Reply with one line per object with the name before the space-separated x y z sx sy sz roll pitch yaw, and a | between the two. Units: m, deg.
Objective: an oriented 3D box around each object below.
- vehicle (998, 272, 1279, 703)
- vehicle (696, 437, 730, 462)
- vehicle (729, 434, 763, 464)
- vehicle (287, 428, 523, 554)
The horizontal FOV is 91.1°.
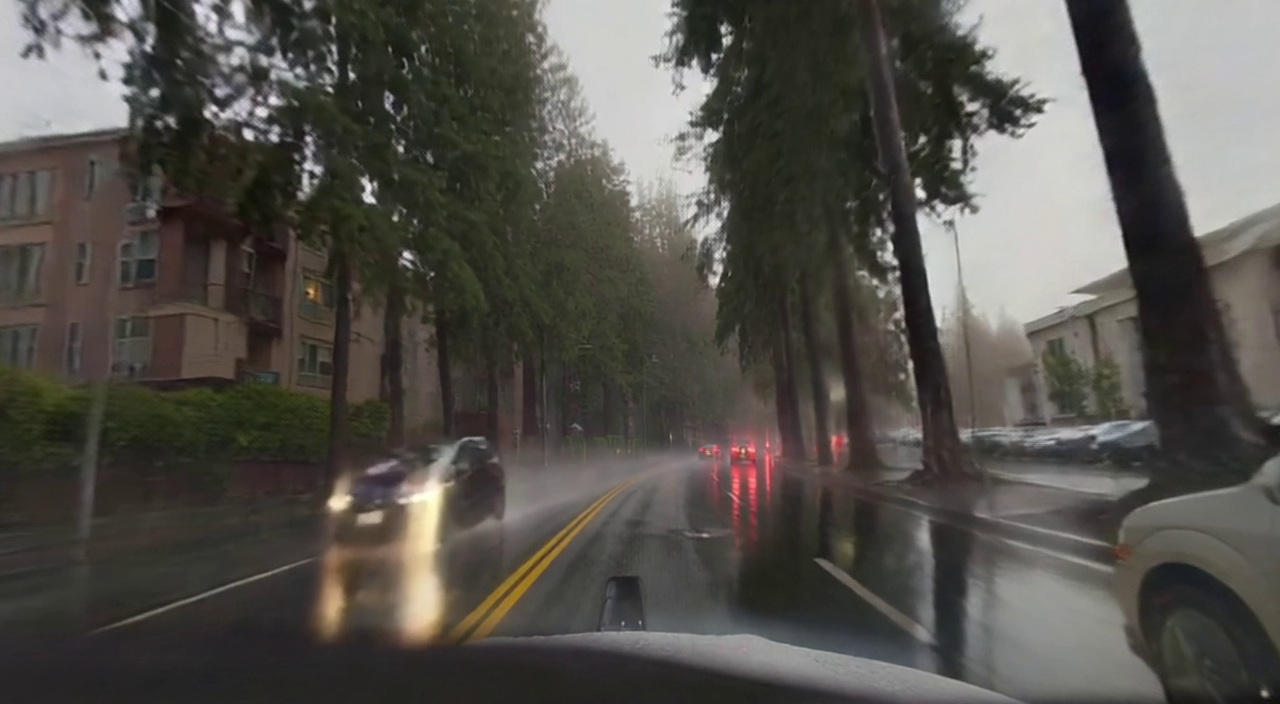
vehicle | 3.227 0.531 1.120 2.219 1.881 5.104 -1 -9 1
vehicle | 5.763 7.635 49.352 2.158 1.852 4.485 -2 -9 12
vehicle | 6.936 6.355 41.142 2.069 1.791 4.422 -2 -9 9
vehicle | -3.332 2.048 9.940 1.958 1.538 4.081 -1 -9 3
